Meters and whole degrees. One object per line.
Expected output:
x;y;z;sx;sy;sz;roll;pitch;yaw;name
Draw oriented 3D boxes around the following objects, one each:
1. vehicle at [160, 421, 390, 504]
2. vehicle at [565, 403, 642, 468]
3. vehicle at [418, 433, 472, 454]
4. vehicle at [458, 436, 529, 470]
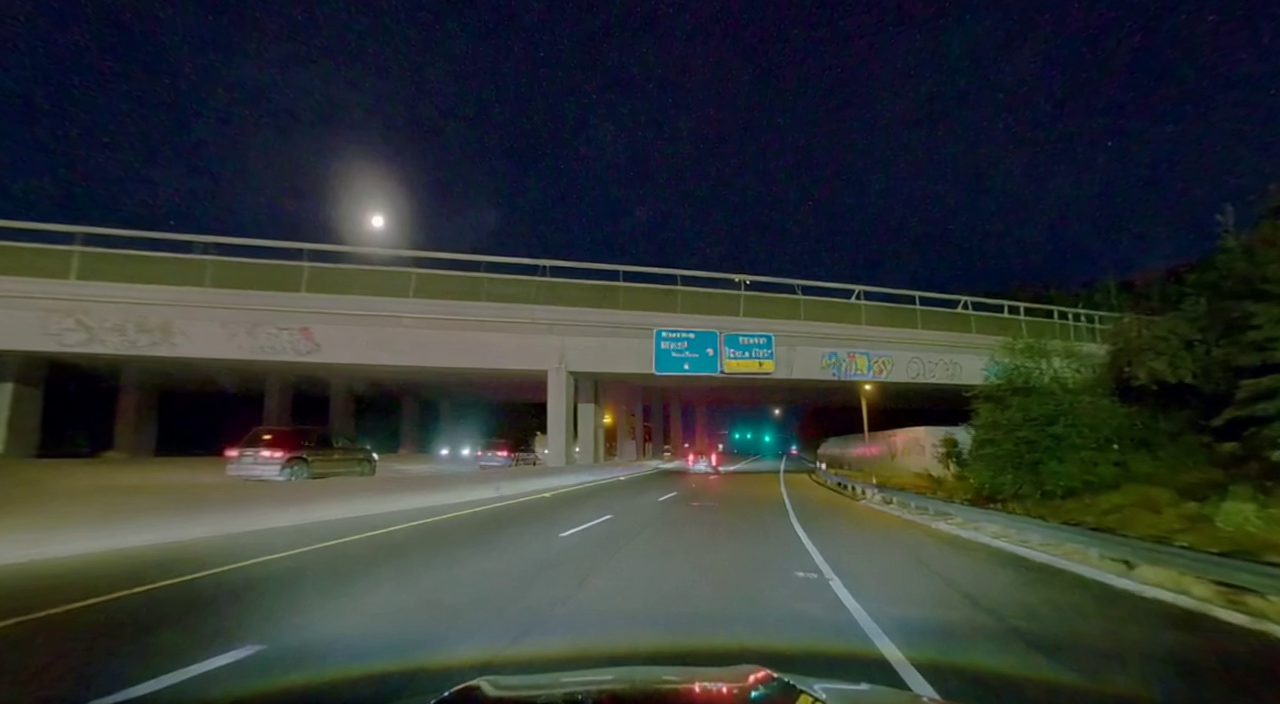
-8.126;2.505;14.688;1.979;1.600;4.516;-2;-9;13;vehicle
-2.262;5.838;43.811;2.942;3.975;9.515;-2;-9;12;vehicle
-14.440;6.857;46.935;1.833;1.452;4.450;-1;-9;12;vehicle
-7.906;5.482;34.432;1.962;1.731;4.523;-2;-9;12;vehicle
